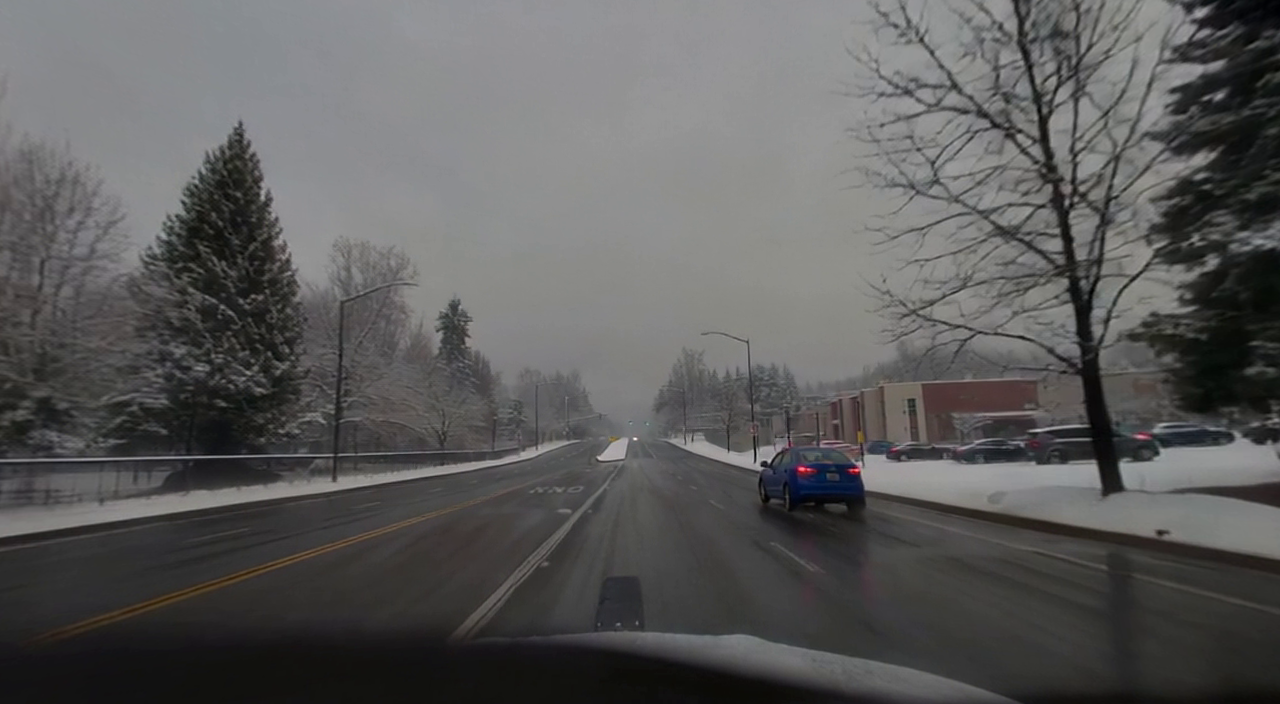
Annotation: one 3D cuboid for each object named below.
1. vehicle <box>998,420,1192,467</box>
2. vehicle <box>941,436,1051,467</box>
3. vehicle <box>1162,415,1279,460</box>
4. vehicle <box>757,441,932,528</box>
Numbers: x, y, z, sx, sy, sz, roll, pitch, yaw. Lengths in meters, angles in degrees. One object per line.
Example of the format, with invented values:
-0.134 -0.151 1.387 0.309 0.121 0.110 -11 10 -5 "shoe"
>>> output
18.873 3.840 26.500 6.156 1.801 2.491 -1 -9 1 "vehicle"
18.409 5.147 32.814 4.436 1.556 1.997 0 -9 -1 "vehicle"
34.224 5.040 37.316 2.369 2.475 5.128 0 -7 1 "vehicle"
3.955 2.627 13.199 2.114 1.493 4.430 0 -8 -1 "vehicle"
